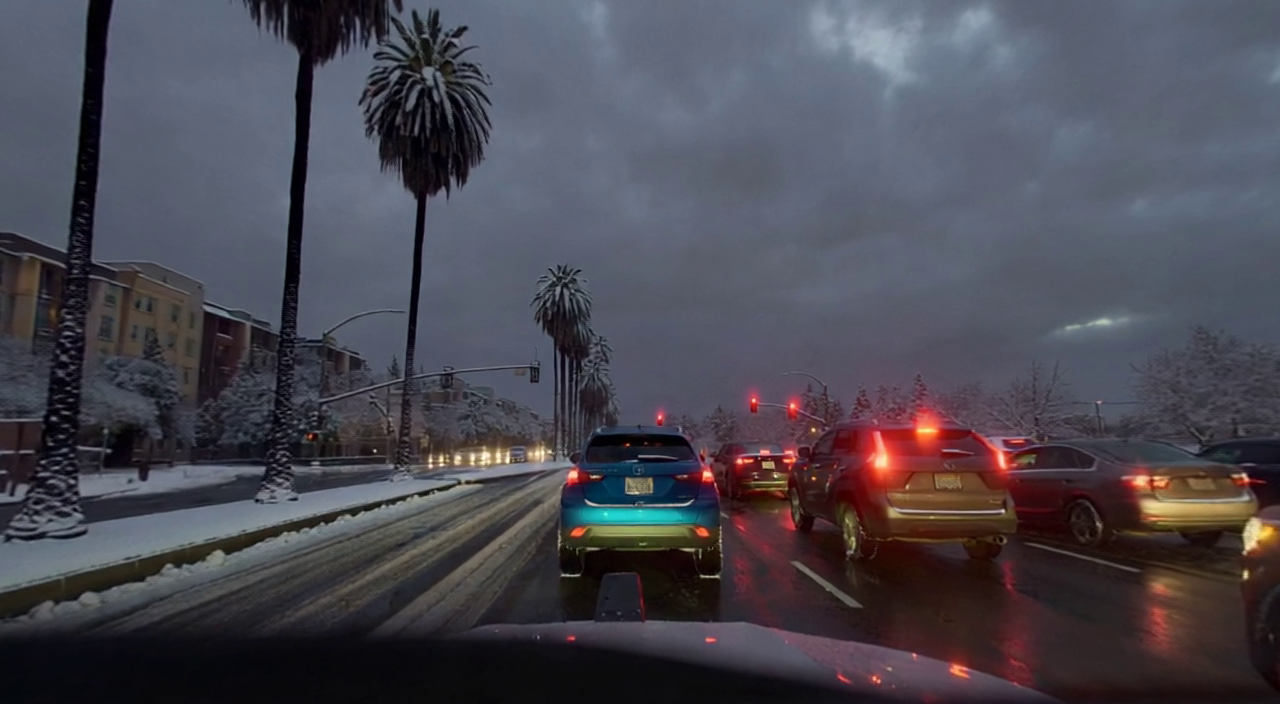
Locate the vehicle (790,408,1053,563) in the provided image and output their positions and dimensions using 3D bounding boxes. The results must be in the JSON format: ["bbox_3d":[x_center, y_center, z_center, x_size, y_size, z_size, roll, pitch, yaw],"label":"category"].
[{"bbox_3d":[3.665,1.820,9.254,1.947,1.725,4.159,0,-9,1],"label":"vehicle"}]

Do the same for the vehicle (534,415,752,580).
[{"bbox_3d":[0.027,1.707,8.139,2.083,1.572,4.021,0,-9,0],"label":"vehicle"}]

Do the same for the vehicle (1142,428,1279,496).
[{"bbox_3d":[18.034,3.205,18.521,4.786,1.848,2.107,0,-9,-1],"label":"vehicle"}]

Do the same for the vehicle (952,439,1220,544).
[{"bbox_3d":[7.361,2.299,11.059,1.832,1.477,3.981,0,-9,1],"label":"vehicle"}]
